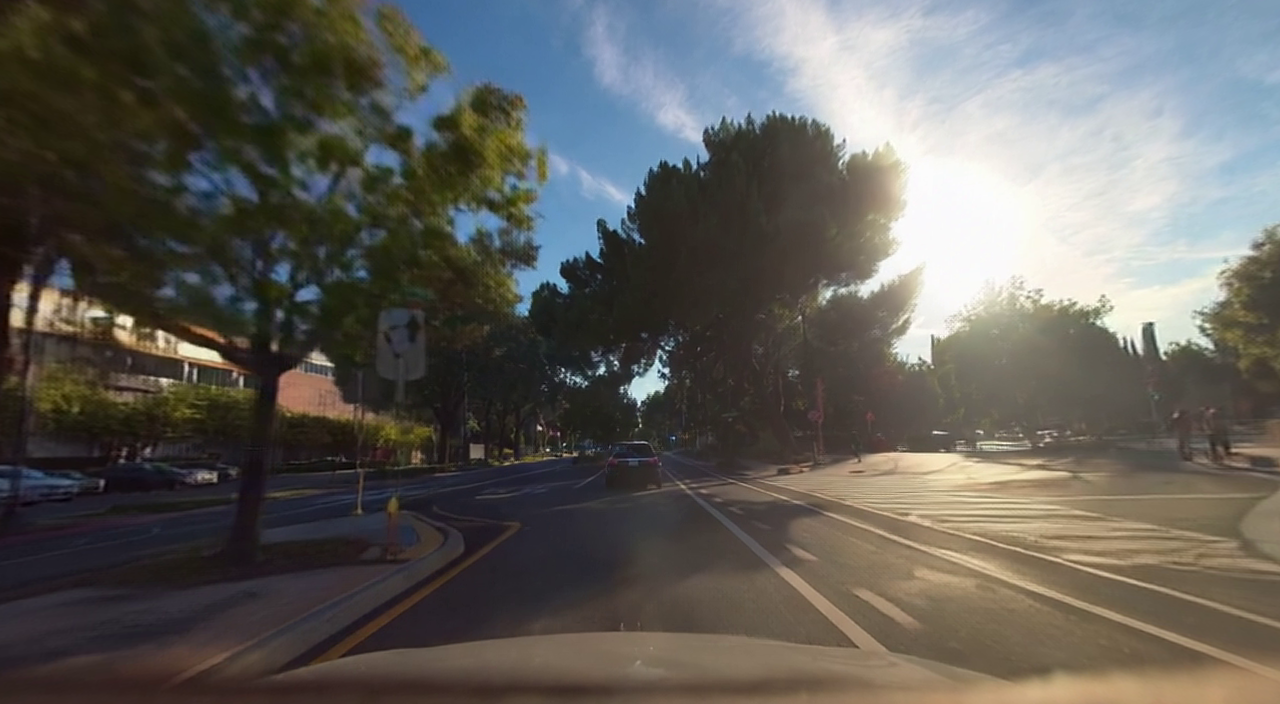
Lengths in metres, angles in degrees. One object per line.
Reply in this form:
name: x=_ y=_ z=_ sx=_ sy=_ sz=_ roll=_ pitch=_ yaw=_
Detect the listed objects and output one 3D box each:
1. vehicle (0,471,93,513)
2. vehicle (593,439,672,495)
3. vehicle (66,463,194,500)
vehicle: x=-23.233 y=5.178 z=23.516 sx=3.834 sy=1.418 sz=1.953 roll=0 pitch=-9 yaw=-2
vehicle: x=-0.221 y=3.566 z=20.027 sx=2.221 sy=1.570 sz=4.398 roll=0 pitch=-8 yaw=0
vehicle: x=-22.943 y=5.823 z=28.559 sx=4.086 sy=1.478 sz=1.844 roll=0 pitch=-8 yaw=-4
